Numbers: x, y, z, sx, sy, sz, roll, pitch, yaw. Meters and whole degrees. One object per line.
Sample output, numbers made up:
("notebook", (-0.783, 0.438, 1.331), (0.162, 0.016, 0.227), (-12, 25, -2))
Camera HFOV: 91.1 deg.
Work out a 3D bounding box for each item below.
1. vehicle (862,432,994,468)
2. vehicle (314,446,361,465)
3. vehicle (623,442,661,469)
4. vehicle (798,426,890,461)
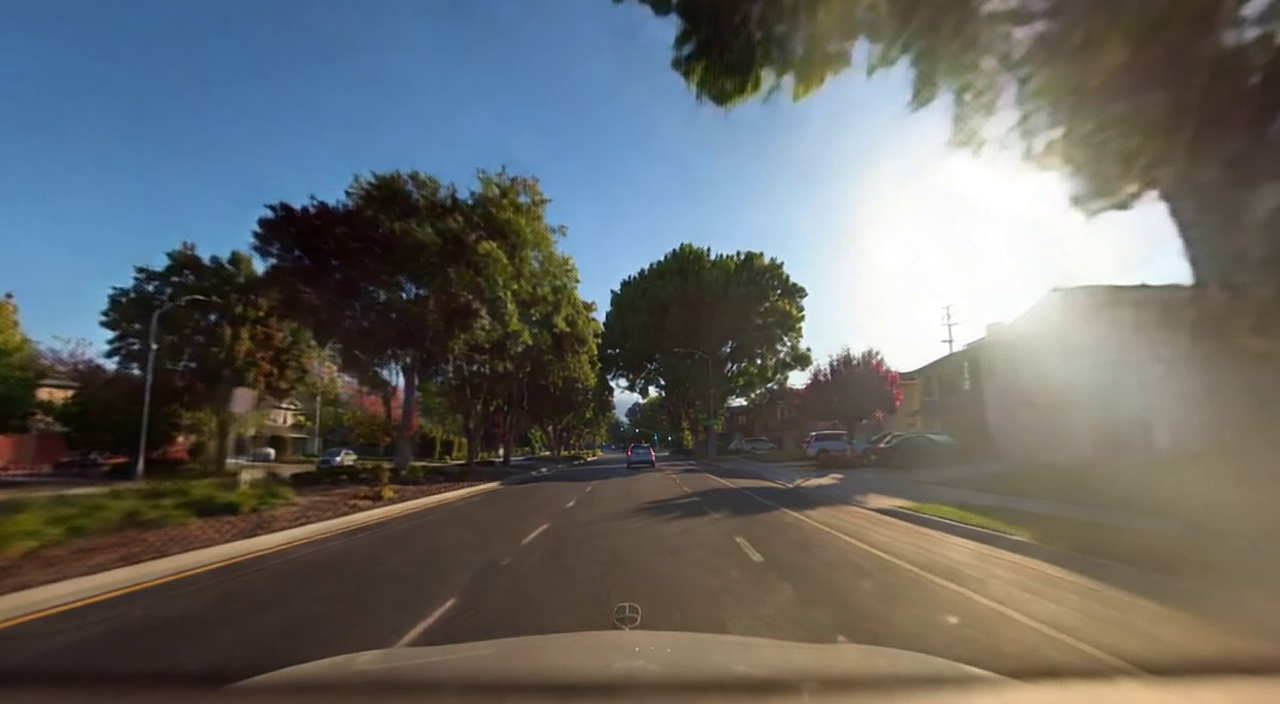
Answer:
("vehicle", (12.437, 4.252, 27.306), (4.787, 1.494, 1.887), (0, -8, 1))
("vehicle", (-23.933, 8.187, 49.796), (1.892, 1.455, 3.564), (0, -8, 1))
("vehicle", (0.120, 6.025, 36.651), (2.054, 1.456, 4.003), (0, -8, 0))
("vehicle", (12.493, 5.665, 38.733), (4.923, 2.019, 1.985), (0, -9, 2))
